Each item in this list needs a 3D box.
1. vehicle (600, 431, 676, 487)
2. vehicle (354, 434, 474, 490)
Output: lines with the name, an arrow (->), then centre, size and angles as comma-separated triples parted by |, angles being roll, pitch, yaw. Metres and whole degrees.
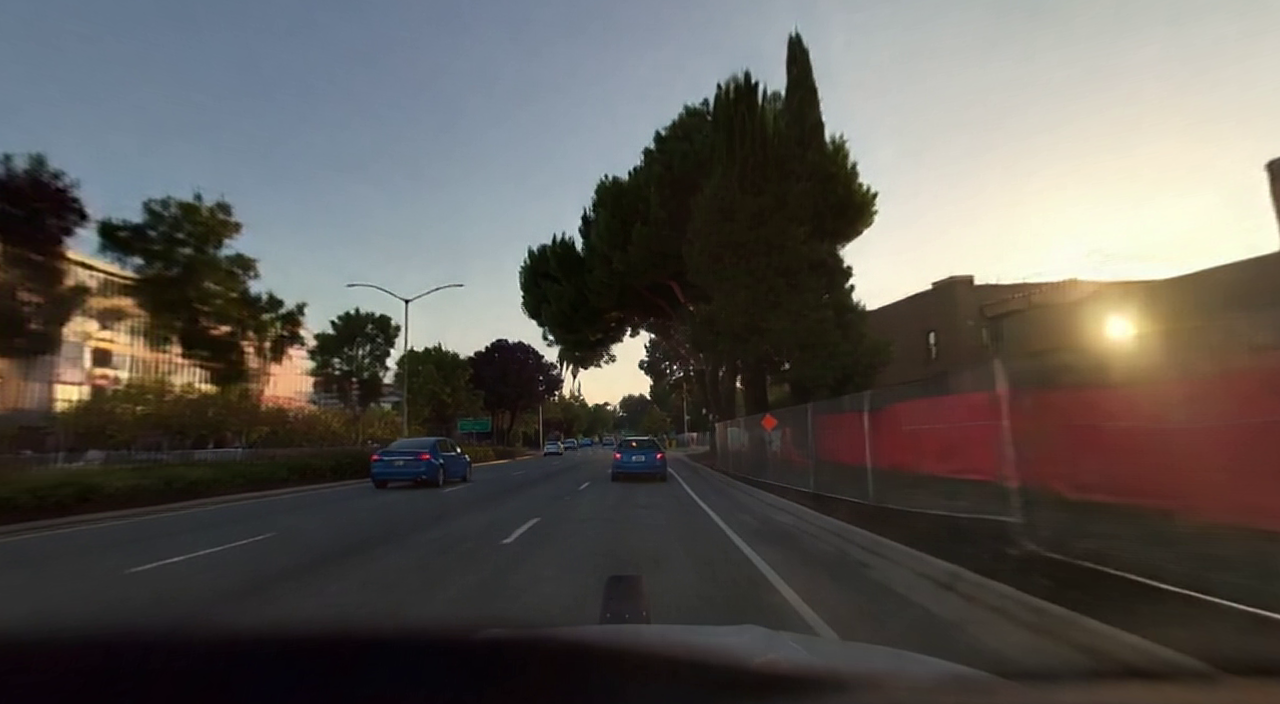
vehicle -> -0.074, 3.478, 20.824 | 2.227, 1.654, 4.091 | 0, -8, 0
vehicle -> -6.663, 3.285, 19.145 | 1.877, 1.479, 4.430 | 0, -8, 2
